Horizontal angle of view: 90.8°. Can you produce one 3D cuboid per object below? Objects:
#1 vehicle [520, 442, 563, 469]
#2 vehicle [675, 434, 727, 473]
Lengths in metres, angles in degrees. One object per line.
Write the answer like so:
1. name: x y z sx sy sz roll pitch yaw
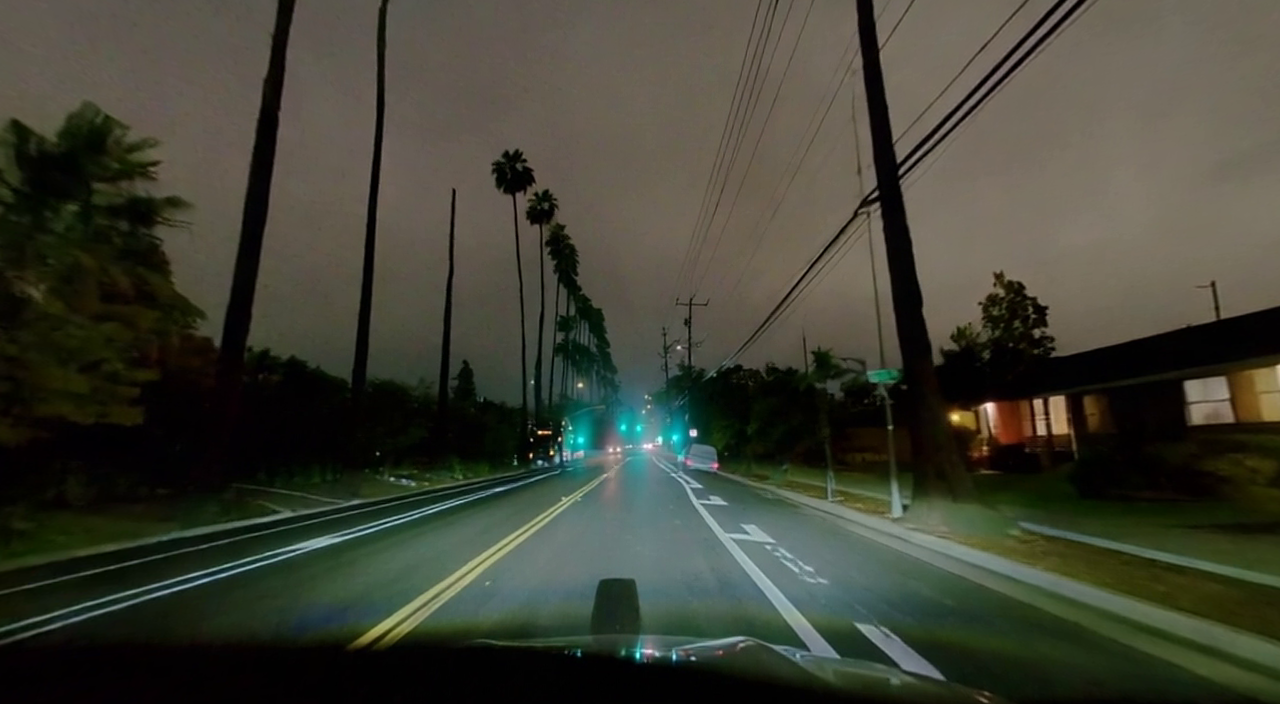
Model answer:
1. vehicle: -6.422 6.816 41.722 1.935 1.655 4.409 0 -9 2
2. vehicle: 3.093 5.287 33.148 2.168 1.851 4.861 0 -9 -1
